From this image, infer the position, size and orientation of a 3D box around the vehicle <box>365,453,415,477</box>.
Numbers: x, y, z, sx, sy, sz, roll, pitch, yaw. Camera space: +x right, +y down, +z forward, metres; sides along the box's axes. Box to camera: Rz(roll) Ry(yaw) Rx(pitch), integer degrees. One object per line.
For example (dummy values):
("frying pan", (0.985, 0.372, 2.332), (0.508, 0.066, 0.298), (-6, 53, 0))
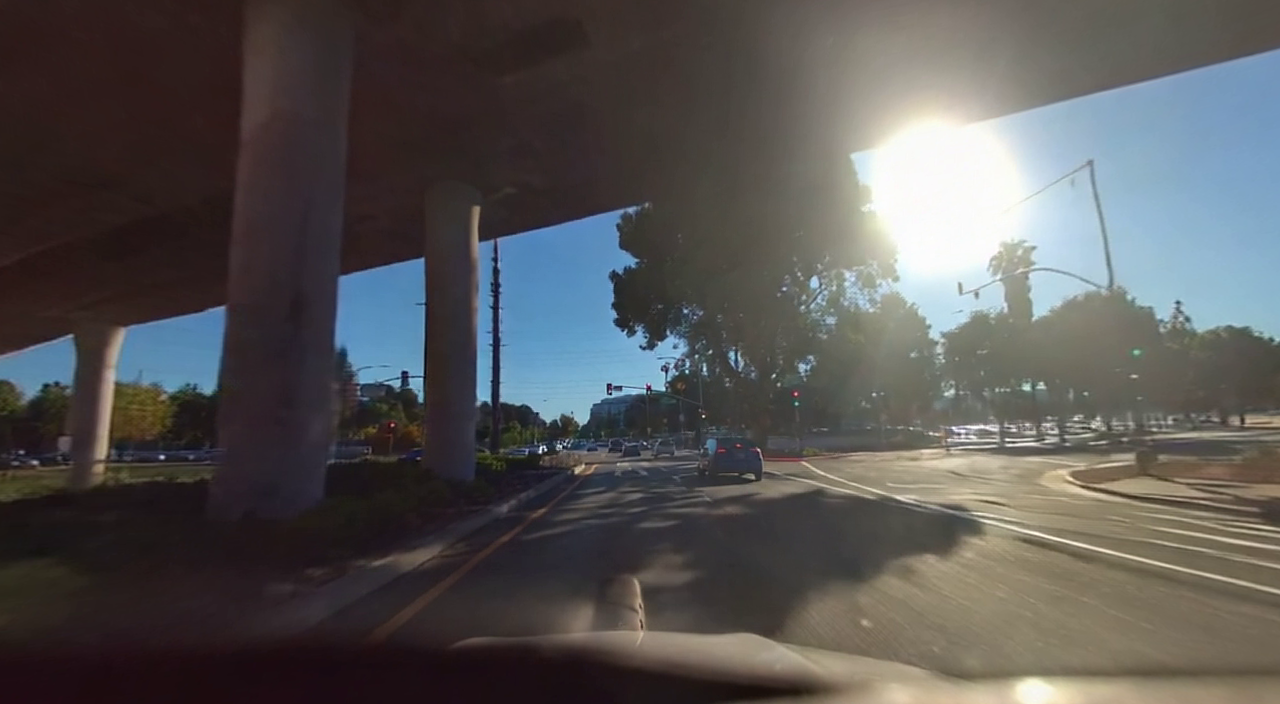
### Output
("vehicle", (-17.227, 7.790, 43.687), (1.863, 1.469, 3.767), (-1, -8, 0))

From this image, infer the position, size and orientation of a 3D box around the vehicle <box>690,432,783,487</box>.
("vehicle", (2.864, 3.331, 19.897), (2.062, 1.484, 4.332), (0, -8, -2))

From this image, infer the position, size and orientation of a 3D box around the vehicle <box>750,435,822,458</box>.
("vehicle", (10.626, 6.905, 46.088), (4.760, 1.571, 1.859), (-5, -9, 26))
